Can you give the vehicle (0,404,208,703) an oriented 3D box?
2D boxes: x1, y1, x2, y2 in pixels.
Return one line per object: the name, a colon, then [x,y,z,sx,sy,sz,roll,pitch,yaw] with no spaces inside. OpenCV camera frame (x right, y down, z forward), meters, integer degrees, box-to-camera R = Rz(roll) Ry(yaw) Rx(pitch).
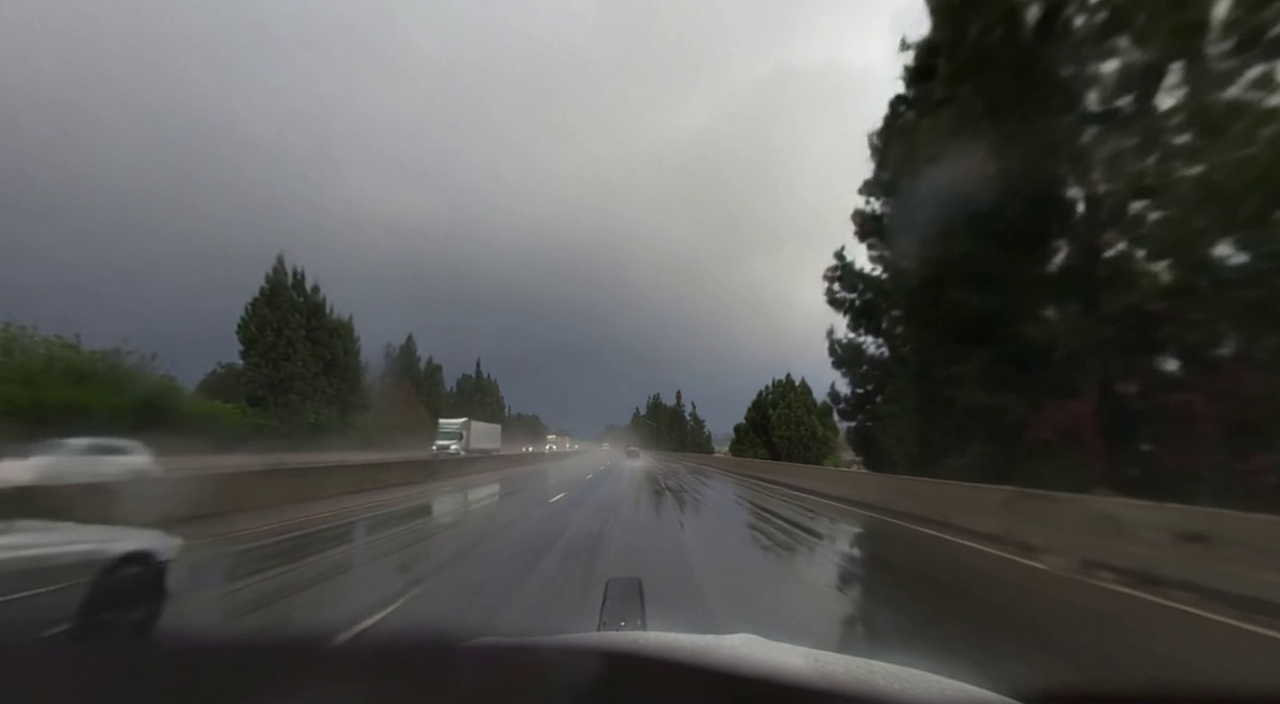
vehicle: [-4.104,0.884,1.990,2.083,1.560,4.713,0,-9,1]
